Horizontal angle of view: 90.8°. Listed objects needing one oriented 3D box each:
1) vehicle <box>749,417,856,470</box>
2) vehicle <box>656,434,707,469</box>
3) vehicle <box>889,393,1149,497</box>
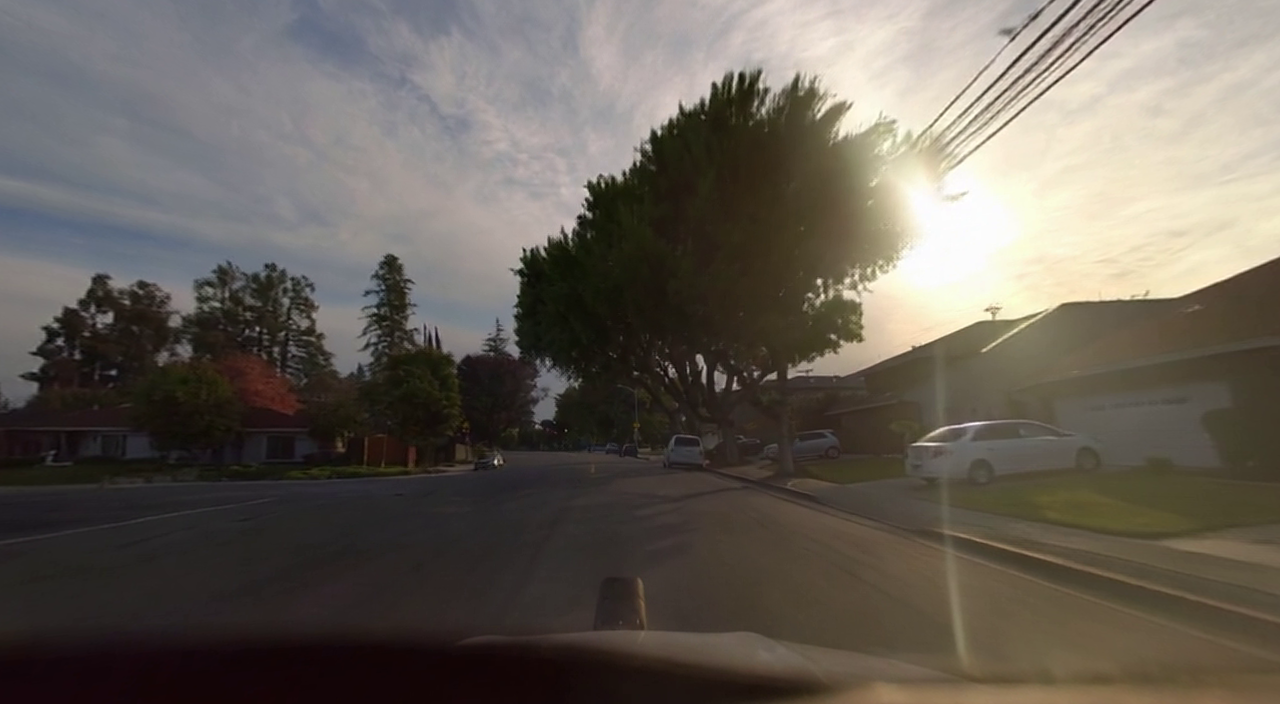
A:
[{"bbox_3d":[8.409,4.774,33.030,4.801,2.139,2.164,-6,-7,-3],"label":"vehicle"},{"bbox_3d":[2.465,6.034,38.552,2.214,1.962,4.733,1,-8,-7],"label":"vehicle"},{"bbox_3d":[9.405,2.306,16.014,5.072,1.909,2.237,-5,-7,-5],"label":"vehicle"}]
